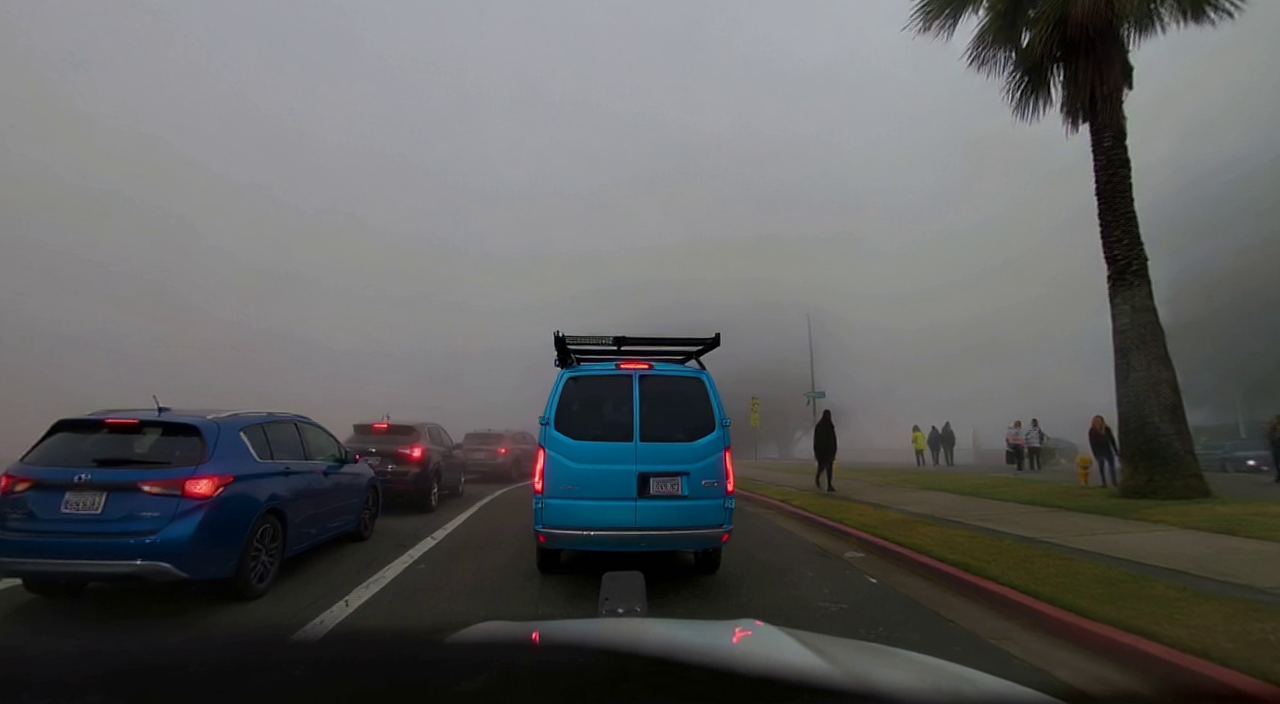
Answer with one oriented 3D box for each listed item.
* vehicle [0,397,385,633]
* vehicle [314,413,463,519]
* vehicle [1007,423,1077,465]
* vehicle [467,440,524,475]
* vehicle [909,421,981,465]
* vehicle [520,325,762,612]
[{"bbox_3d":[-4.395,1.469,6.672,1.986,1.643,4.315,1,-9,-6],"label":"vehicle"},{"bbox_3d":[-5.207,2.421,13.892,2.089,1.854,5.022,2,-9,-11],"label":"vehicle"},{"bbox_3d":[15.796,3.617,24.726,2.048,1.475,3.972,-6,-10,34],"label":"vehicle"},{"bbox_3d":[-6.836,4.893,29.579,1.818,1.479,4.428,4,-9,-22],"label":"vehicle"},{"bbox_3d":[12.643,3.765,26.047,2.046,1.675,3.924,-6,-10,33],"label":"vehicle"},{"bbox_3d":[-0.199,1.216,7.185,1.902,2.238,4.263,1,-9,-6],"label":"vehicle"}]
